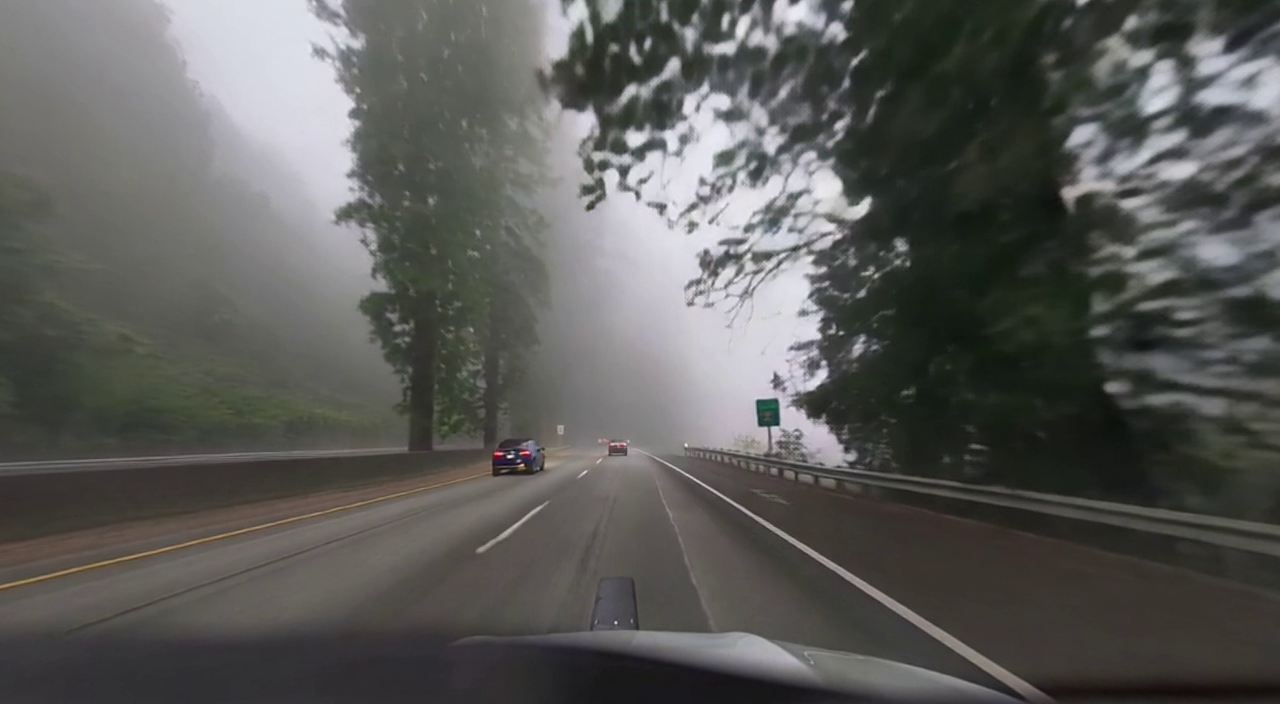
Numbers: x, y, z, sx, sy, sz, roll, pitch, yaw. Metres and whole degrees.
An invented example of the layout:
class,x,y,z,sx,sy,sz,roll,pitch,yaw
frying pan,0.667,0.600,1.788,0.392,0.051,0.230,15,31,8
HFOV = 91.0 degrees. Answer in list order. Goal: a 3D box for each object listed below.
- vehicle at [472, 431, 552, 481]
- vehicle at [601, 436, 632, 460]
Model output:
class,x,y,z,sx,sy,sz,roll,pitch,yaw
vehicle,-4.621,3.819,23.426,2.111,1.645,4.382,0,-8,0
vehicle,-1.689,7.073,46.546,2.159,1.670,4.395,0,-8,-1
